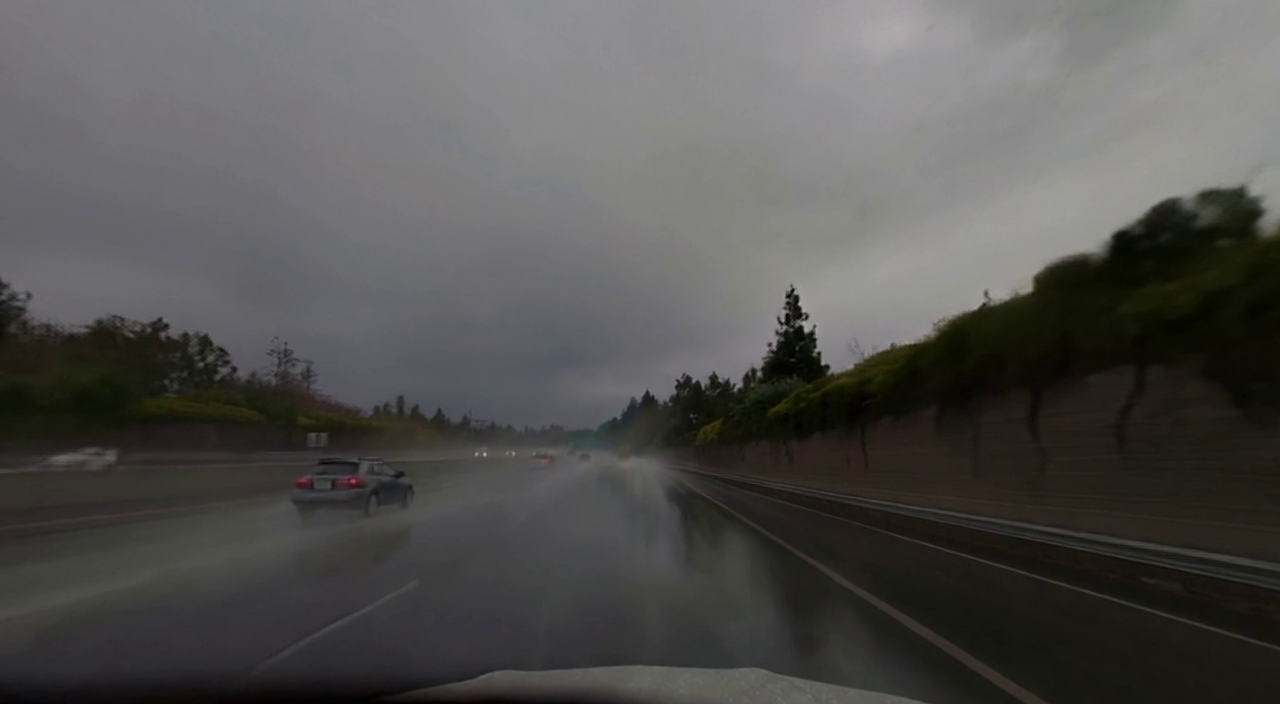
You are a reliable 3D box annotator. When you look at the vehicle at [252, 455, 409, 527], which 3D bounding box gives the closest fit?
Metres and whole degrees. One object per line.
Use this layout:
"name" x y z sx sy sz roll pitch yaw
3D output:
"vehicle" -7.102 3.191 14.948 1.782 1.441 3.751 0 -9 1
